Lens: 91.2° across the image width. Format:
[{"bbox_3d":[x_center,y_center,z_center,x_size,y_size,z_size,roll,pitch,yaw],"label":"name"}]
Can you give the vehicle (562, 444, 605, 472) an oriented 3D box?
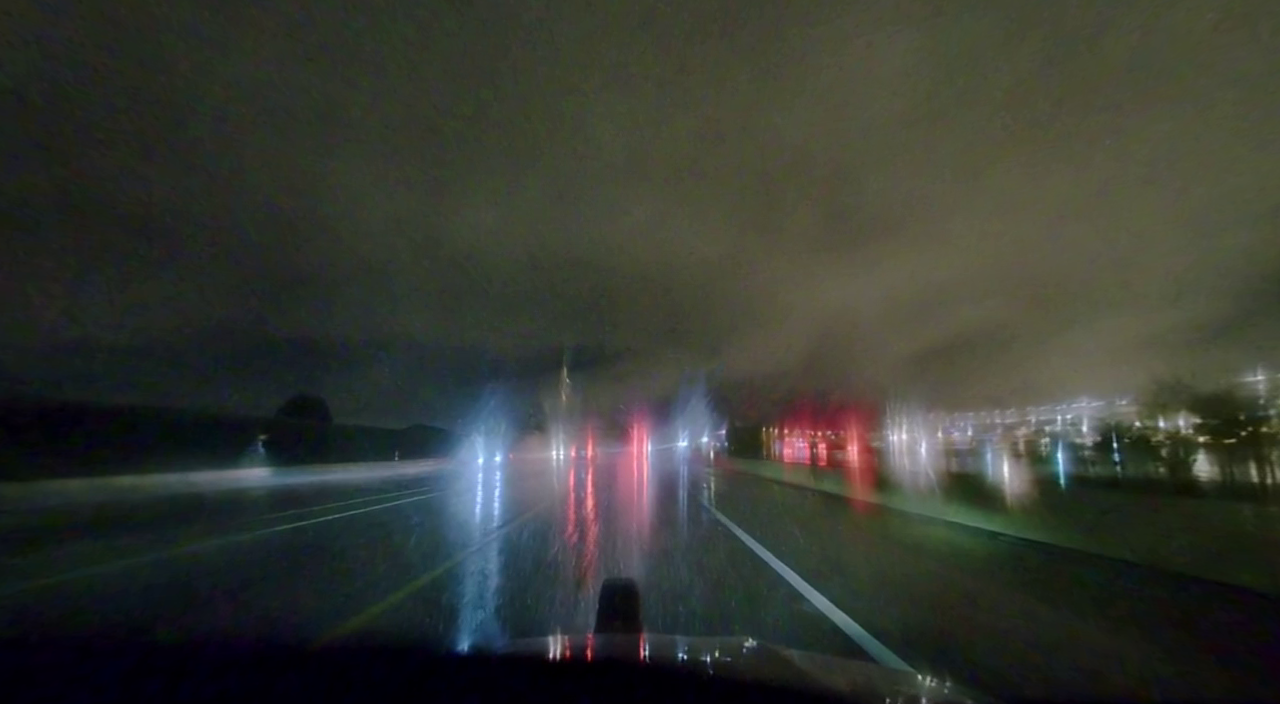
[{"bbox_3d":[-3.522,6.766,40.187,2.268,1.600,4.724,-1,-9,1],"label":"vehicle"}]
